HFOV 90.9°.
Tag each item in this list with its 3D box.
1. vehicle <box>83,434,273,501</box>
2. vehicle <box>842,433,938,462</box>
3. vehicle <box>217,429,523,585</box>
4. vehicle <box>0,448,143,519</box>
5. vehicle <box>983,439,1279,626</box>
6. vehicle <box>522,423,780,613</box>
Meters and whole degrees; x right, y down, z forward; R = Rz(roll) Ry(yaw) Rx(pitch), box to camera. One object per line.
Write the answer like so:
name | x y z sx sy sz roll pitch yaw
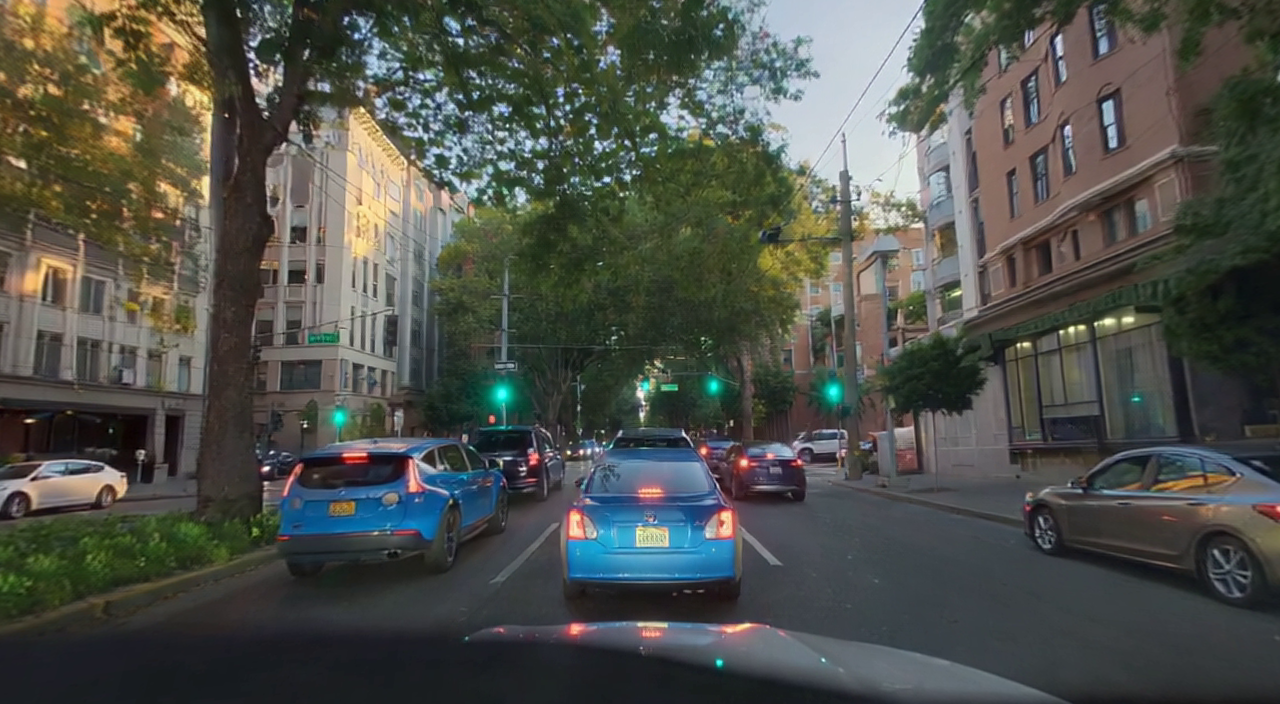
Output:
vehicle | -16.160 4.059 22.665 2.195 2.053 5.980 0 -9 1
vehicle | 16.361 6.276 41.510 5.345 1.811 2.175 0 -9 -1
vehicle | -3.000 1.815 8.216 2.131 1.486 4.089 0 -9 1
vehicle | -16.236 3.445 17.010 1.914 1.690 4.461 0 -9 1
vehicle | 5.967 1.703 6.878 1.873 1.453 4.579 0 -9 0
vehicle | 0.084 1.584 6.828 2.022 1.481 3.564 0 -9 0
